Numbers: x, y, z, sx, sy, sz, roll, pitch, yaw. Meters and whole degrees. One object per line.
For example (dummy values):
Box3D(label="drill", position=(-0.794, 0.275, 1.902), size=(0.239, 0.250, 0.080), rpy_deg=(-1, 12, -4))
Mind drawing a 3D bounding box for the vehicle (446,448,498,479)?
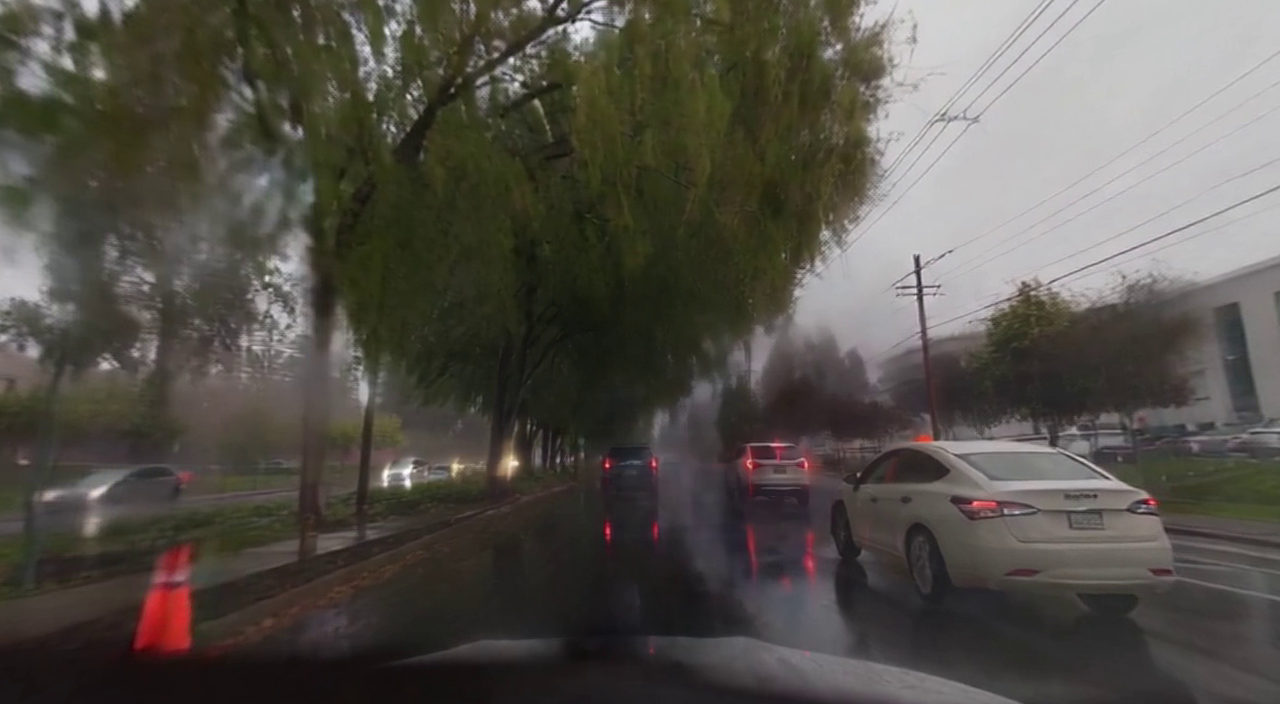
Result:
Box3D(label="vehicle", position=(-12.343, 8.188, 46.901), size=(2.223, 2.091, 6.044), rpy_deg=(-1, -8, -1))

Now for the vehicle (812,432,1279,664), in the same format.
Box3D(label="vehicle", position=(3.423, 1.606, 6.435), size=(1.977, 1.460, 4.565), rpy_deg=(0, -8, -1))

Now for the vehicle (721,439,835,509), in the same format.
Box3D(label="vehicle", position=(3.795, 3.444, 18.363), size=(2.116, 1.726, 4.672), rpy_deg=(0, -8, -1))

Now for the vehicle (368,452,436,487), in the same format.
Box3D(label="vehicle", position=(-16.048, 7.908, 43.003), size=(2.258, 2.072, 5.695), rpy_deg=(-1, -8, 1))

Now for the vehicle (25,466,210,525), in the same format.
Box3D(label="vehicle", position=(-16.176, 4.420, 19.968), size=(1.973, 1.457, 4.564), rpy_deg=(-1, -8, 0))

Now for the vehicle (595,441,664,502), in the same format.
Box3D(label="vehicle", position=(-0.318, 3.814, 20.614), size=(2.050, 1.745, 3.915), rpy_deg=(-1, -8, 0))
